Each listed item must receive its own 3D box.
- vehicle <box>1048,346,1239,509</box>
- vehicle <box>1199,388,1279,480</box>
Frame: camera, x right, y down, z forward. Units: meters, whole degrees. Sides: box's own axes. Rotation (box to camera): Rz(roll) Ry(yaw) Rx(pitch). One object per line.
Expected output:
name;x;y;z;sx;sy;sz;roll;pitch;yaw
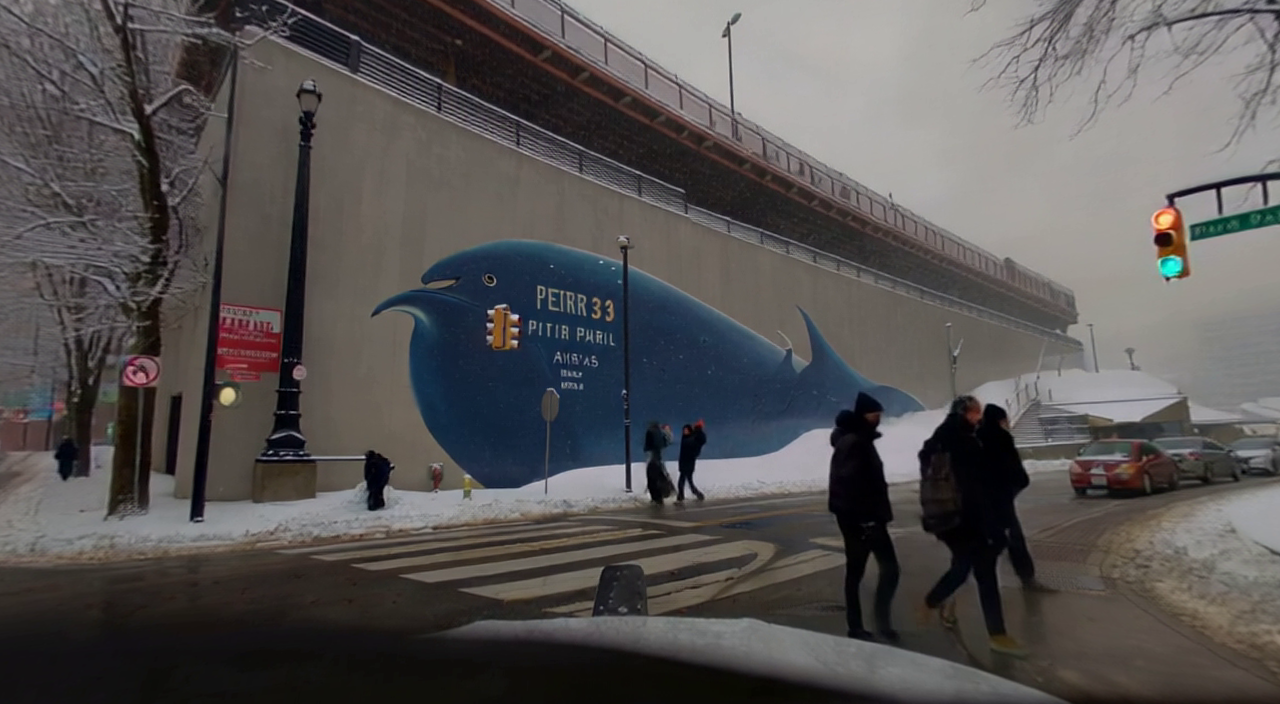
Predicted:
vehicle;15.761;2.388;19.284;9.347;3.893;2.849;7;-11;-42
vehicle;32.640;4.418;33.366;12.015;4.103;2.920;8;-12;-43
